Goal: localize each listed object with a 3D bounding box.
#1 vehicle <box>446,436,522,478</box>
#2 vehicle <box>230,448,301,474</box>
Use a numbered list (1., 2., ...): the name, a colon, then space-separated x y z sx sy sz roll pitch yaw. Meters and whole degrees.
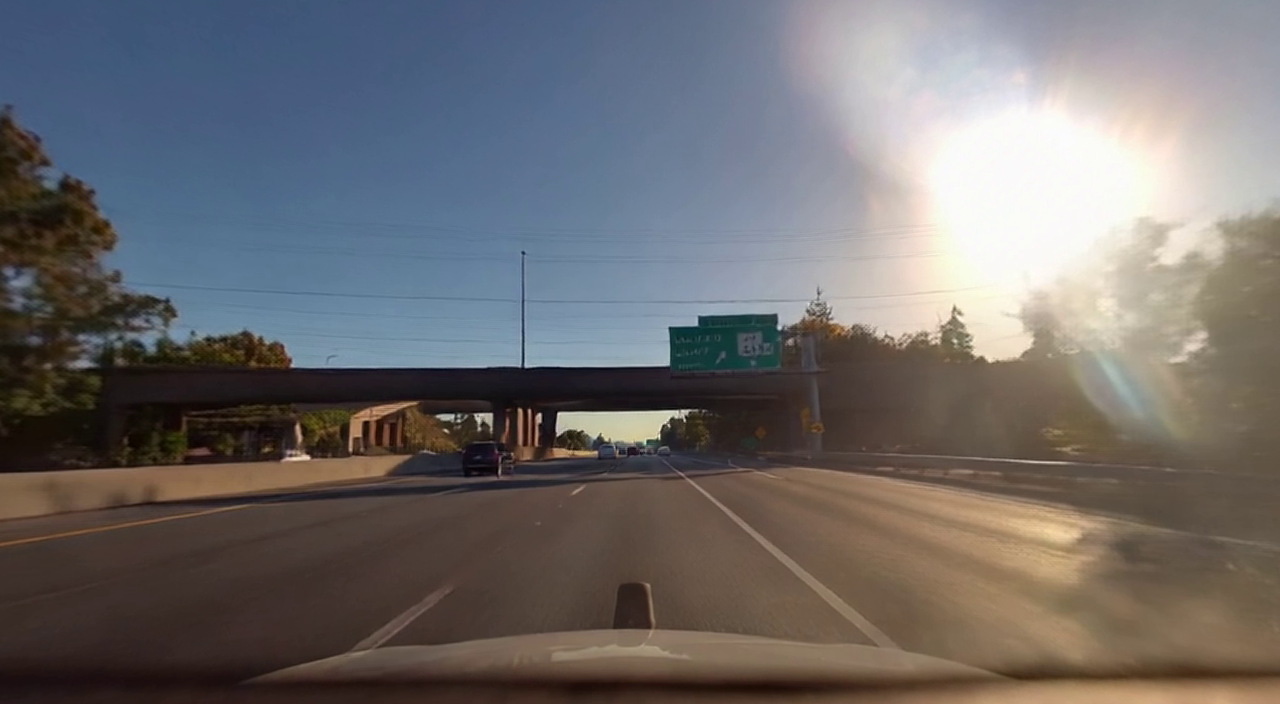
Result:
1. vehicle: -7.009 4.759 28.898 2.118 1.696 4.836 -1 -8 2
2. vehicle: -25.209 7.351 42.632 1.869 1.569 4.717 0 -8 0
